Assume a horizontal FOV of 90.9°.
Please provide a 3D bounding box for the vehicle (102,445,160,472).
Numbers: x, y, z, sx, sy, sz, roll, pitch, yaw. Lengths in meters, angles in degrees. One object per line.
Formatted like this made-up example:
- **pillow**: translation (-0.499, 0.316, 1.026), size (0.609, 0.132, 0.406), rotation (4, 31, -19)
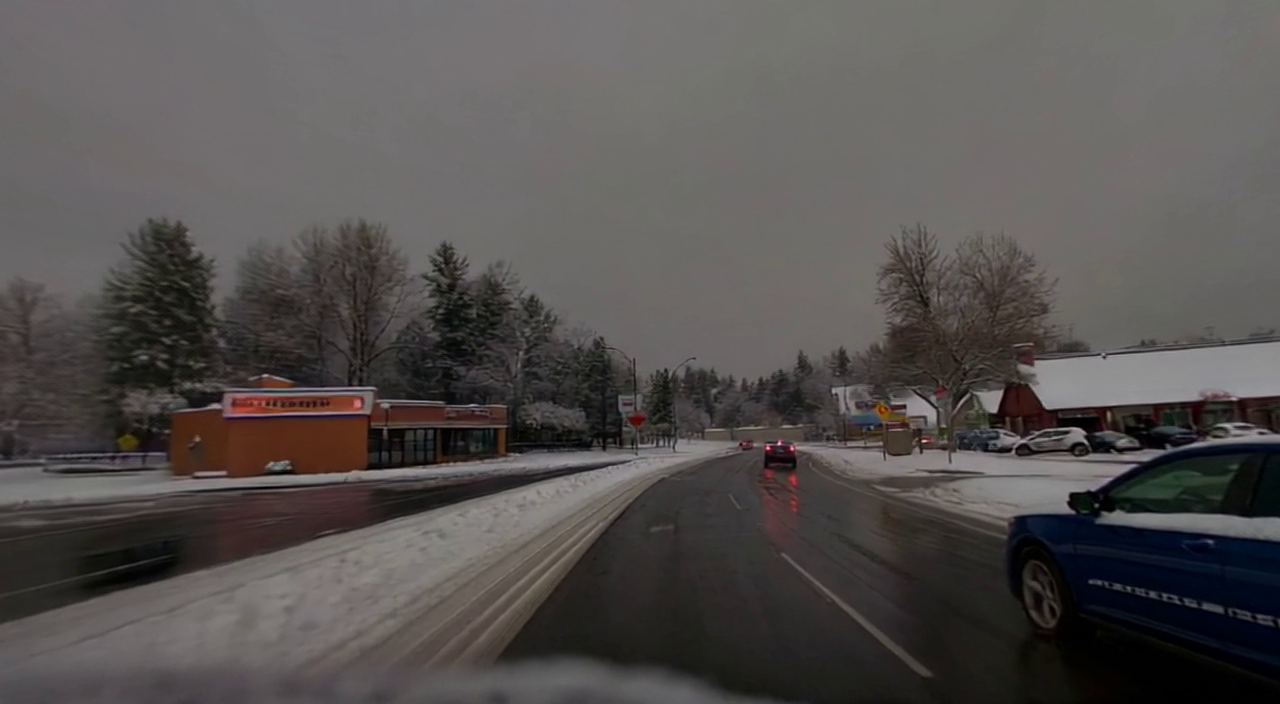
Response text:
- **vehicle**: translation (-37.697, 7.851, 46.803), size (2.275, 1.870, 4.522), rotation (4, -9, -25)

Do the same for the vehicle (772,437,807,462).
- **vehicle**: translation (10.959, 7.092, 45.981), size (2.311, 1.715, 4.287), rotation (-2, -9, 15)

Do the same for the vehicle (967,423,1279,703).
- **vehicle**: translation (4.132, 1.191, 3.780), size (1.938, 1.466, 4.434), rotation (0, -8, 0)
